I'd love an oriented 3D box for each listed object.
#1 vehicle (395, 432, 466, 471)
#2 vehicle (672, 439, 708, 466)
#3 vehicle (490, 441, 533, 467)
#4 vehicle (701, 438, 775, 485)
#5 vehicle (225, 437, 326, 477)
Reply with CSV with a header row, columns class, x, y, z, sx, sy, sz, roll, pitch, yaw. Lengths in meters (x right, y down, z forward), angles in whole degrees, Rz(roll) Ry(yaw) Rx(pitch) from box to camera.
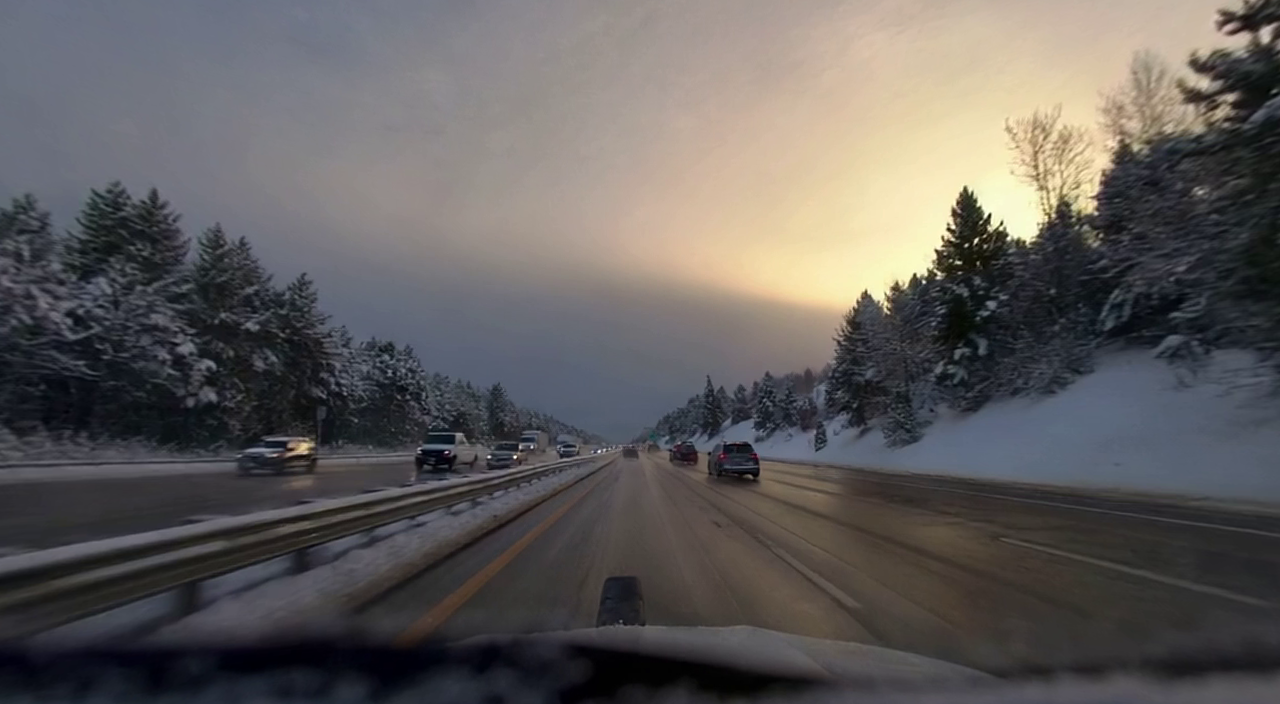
class,x,y,z,sx,sy,sz,roll,pitch,yaw
vehicle,-11.645,5.585,35.466,2.234,1.981,5.152,0,-9,0
vehicle,3.456,7.127,44.794,2.070,1.751,4.576,0,-9,-2
vehicle,-8.107,6.490,40.252,1.891,1.529,4.218,0,-9,0
vehicle,3.593,4.110,23.861,2.023,1.603,4.159,0,-9,-2
vehicle,-16.524,4.779,28.891,1.922,1.695,4.498,0,-9,0
